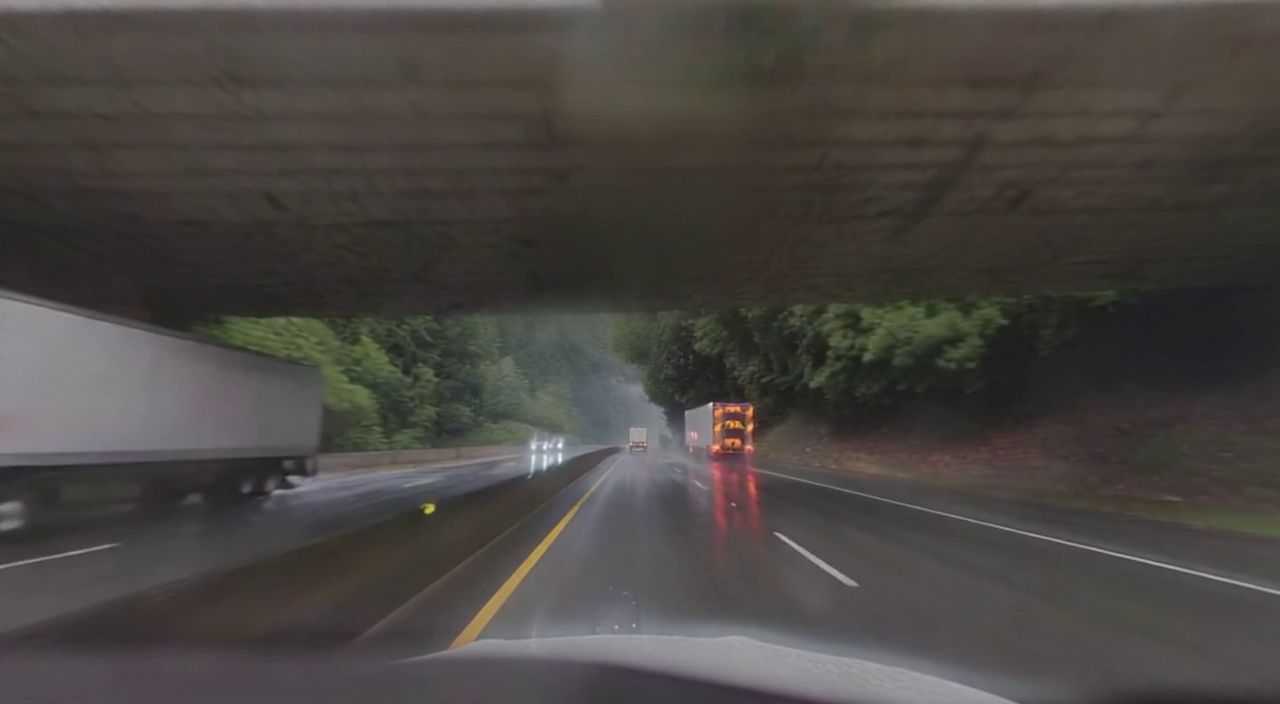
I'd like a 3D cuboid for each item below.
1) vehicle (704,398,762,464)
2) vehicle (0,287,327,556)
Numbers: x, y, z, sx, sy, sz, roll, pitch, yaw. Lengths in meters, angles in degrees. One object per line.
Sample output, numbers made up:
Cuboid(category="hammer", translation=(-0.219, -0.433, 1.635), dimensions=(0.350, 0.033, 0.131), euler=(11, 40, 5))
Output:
Cuboid(category="vehicle", translation=(5.788, 5.123, 40.351), dimensions=(2.867, 3.751, 7.735), euler=(-1, -8, 3))
Cuboid(category="vehicle", translation=(-10.898, 1.481, 12.446), dimensions=(2.872, 3.937, 12.888), euler=(0, -8, 0))
